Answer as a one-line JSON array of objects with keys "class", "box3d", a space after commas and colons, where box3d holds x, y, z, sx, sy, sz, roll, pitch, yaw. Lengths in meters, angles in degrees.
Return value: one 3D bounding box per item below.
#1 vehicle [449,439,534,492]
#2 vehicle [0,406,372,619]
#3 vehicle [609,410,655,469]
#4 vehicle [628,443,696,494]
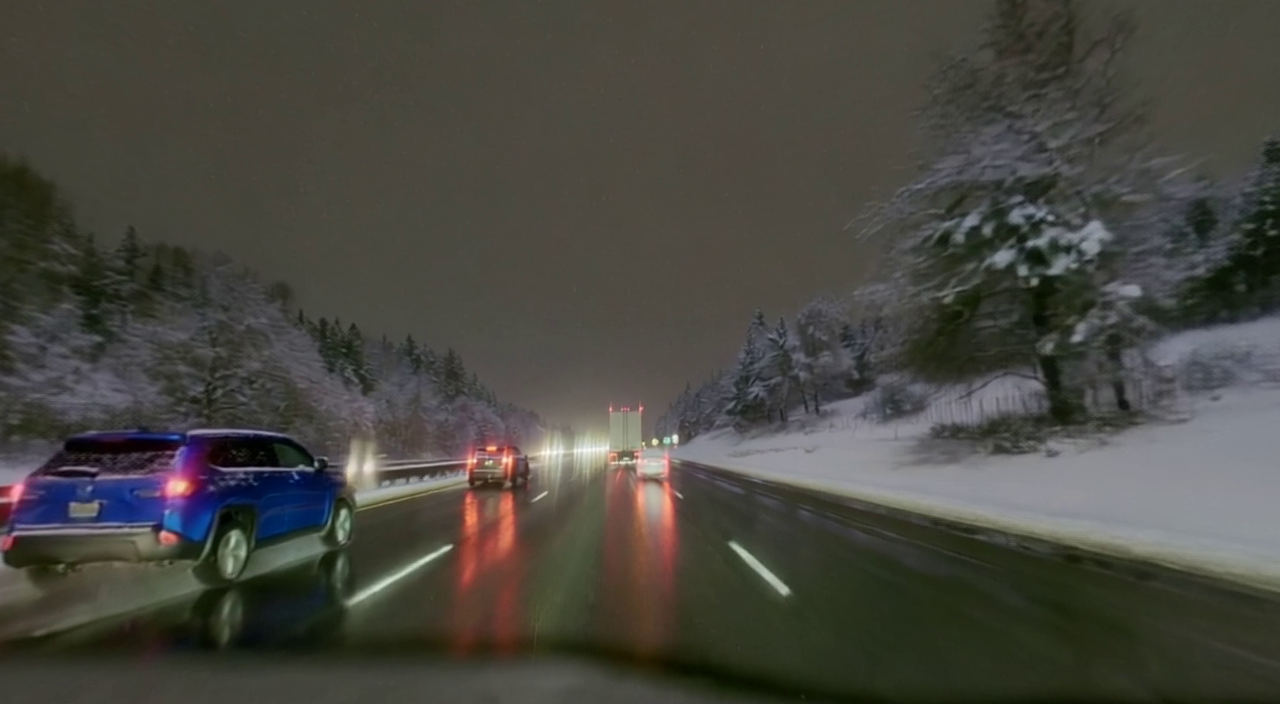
[{"class": "vehicle", "box3d": [-5.134, 3.967, 22.282, 2.035, 1.664, 4.064, 0, -9, 0]}, {"class": "vehicle", "box3d": [-5.002, 1.590, 7.104, 2.100, 1.671, 4.105, 0, -9, 0]}, {"class": "vehicle", "box3d": [-0.729, 6.848, 48.617, 3.113, 4.066, 10.786, 0, -9, -2]}, {"class": "vehicle", "box3d": [0.631, 3.817, 20.895, 2.026, 1.489, 4.045, 0, -9, -1]}]
